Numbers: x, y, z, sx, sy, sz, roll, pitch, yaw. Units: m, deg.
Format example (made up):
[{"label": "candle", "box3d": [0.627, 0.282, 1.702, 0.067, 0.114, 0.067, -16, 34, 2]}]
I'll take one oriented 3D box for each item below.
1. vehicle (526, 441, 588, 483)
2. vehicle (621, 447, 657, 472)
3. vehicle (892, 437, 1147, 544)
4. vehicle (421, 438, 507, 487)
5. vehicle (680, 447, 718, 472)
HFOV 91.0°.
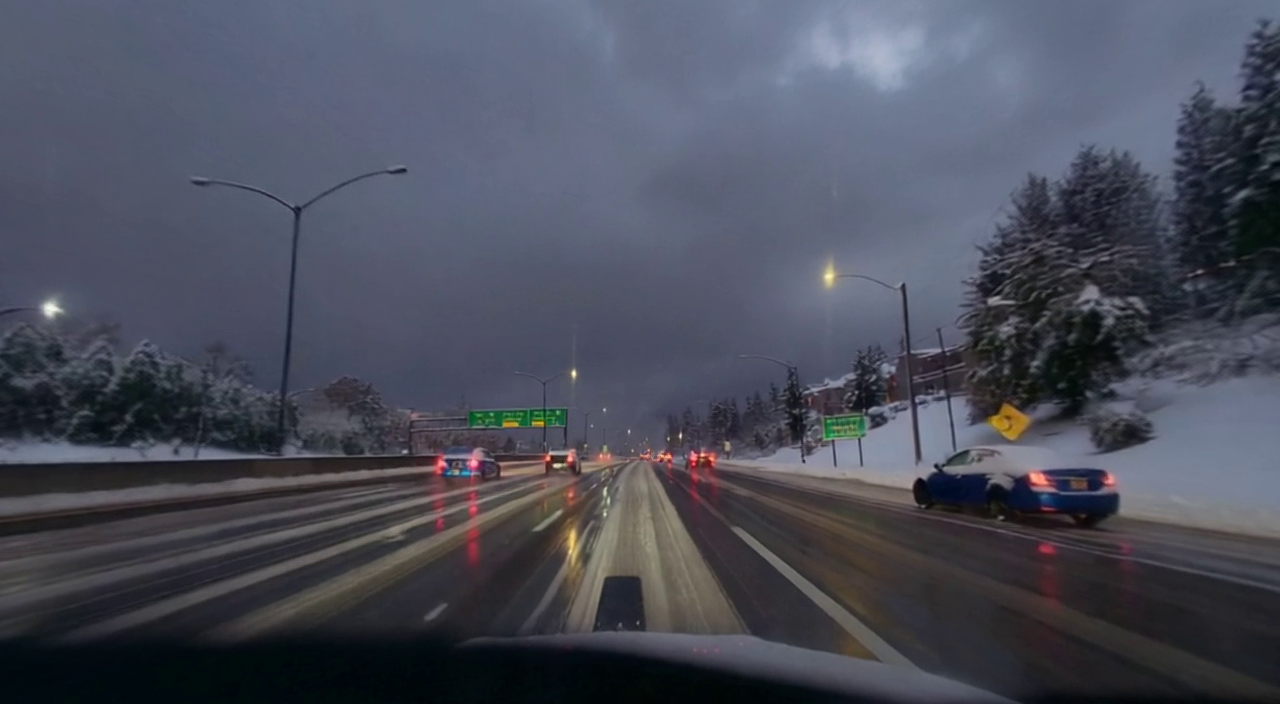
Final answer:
[{"label": "vehicle", "box3d": [-3.580, 4.822, 27.871, 2.091, 1.664, 4.157, 0, -9, 1]}, {"label": "vehicle", "box3d": [-0.065, 6.927, 40.679, 2.166, 1.496, 4.158, 0, -9, 0]}, {"label": "vehicle", "box3d": [6.651, 2.430, 11.816, 1.981, 1.587, 4.519, 0, -9, 1]}, {"label": "vehicle", "box3d": [-6.746, 4.281, 24.684, 2.112, 1.721, 4.381, 0, -9, 0]}, {"label": "vehicle", "box3d": [3.879, 7.160, 42.118, 2.077, 1.527, 4.553, 0, -9, 0]}]
